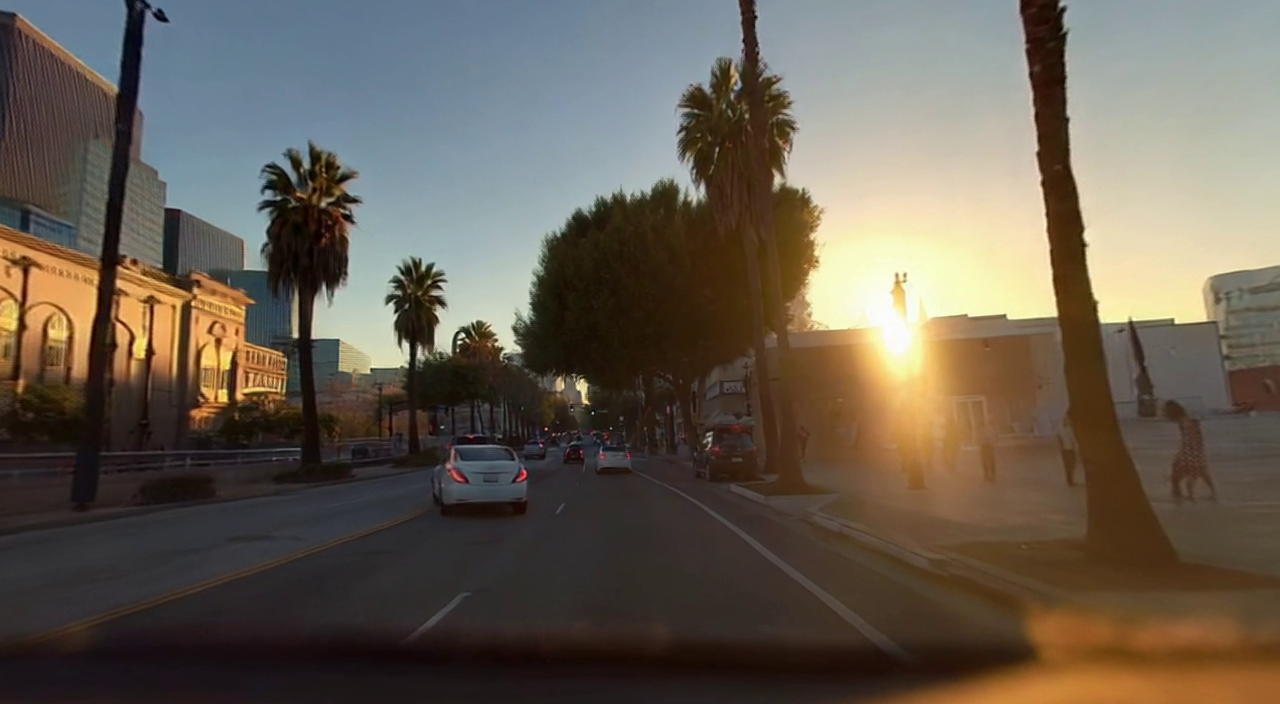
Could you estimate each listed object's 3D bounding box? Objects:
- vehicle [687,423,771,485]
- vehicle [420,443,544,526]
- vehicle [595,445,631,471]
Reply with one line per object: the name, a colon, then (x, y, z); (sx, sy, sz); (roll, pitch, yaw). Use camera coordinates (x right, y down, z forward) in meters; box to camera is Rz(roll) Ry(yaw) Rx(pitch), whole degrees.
vehicle: (3.355, 4.008, 24.920); (2.126, 2.167, 5.098); (0, -9, -5)
vehicle: (-3.656, 2.771, 13.929); (1.930, 1.477, 4.657); (3, -9, -22)
vehicle: (-1.655, 6.297, 37.699); (1.972, 1.473, 4.000); (1, -9, -5)
